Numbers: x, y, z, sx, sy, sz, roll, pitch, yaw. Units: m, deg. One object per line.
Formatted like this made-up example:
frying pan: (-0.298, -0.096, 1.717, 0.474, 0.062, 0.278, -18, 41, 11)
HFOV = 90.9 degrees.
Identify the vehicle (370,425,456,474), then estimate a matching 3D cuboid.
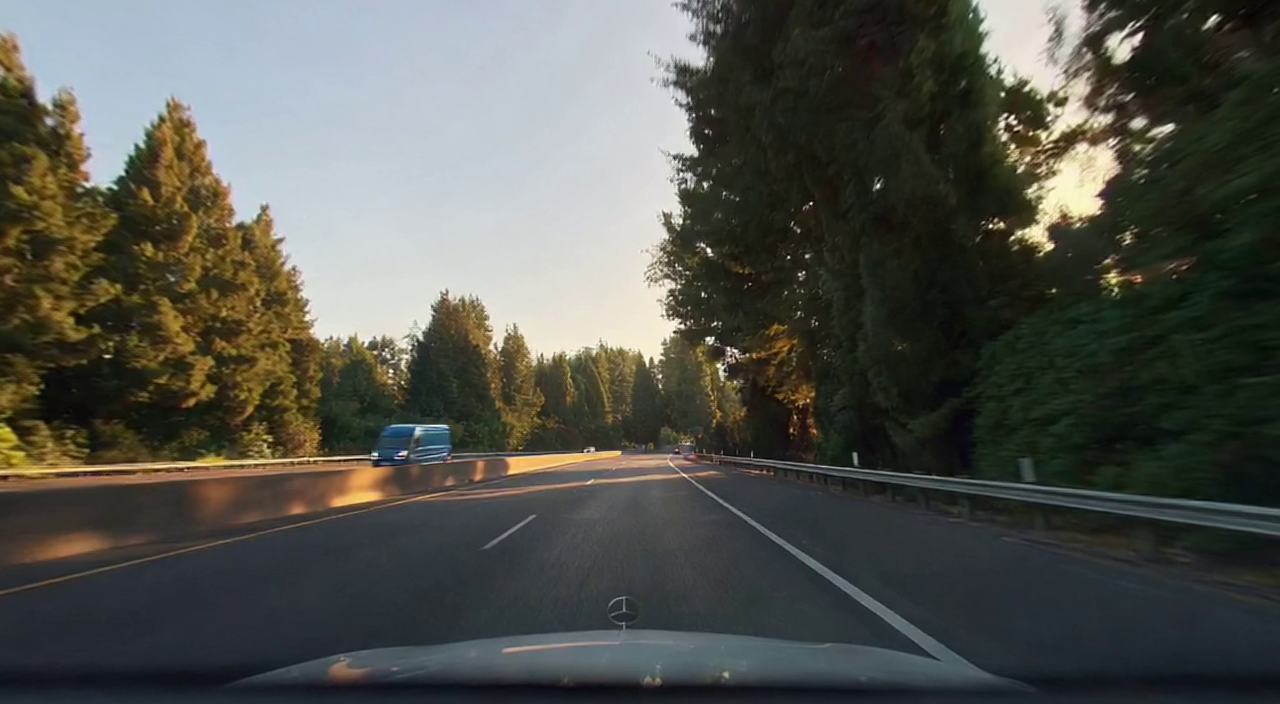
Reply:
vehicle: (-12.149, 5.295, 34.283, 2.429, 2.449, 5.734, 0, -9, 1)
